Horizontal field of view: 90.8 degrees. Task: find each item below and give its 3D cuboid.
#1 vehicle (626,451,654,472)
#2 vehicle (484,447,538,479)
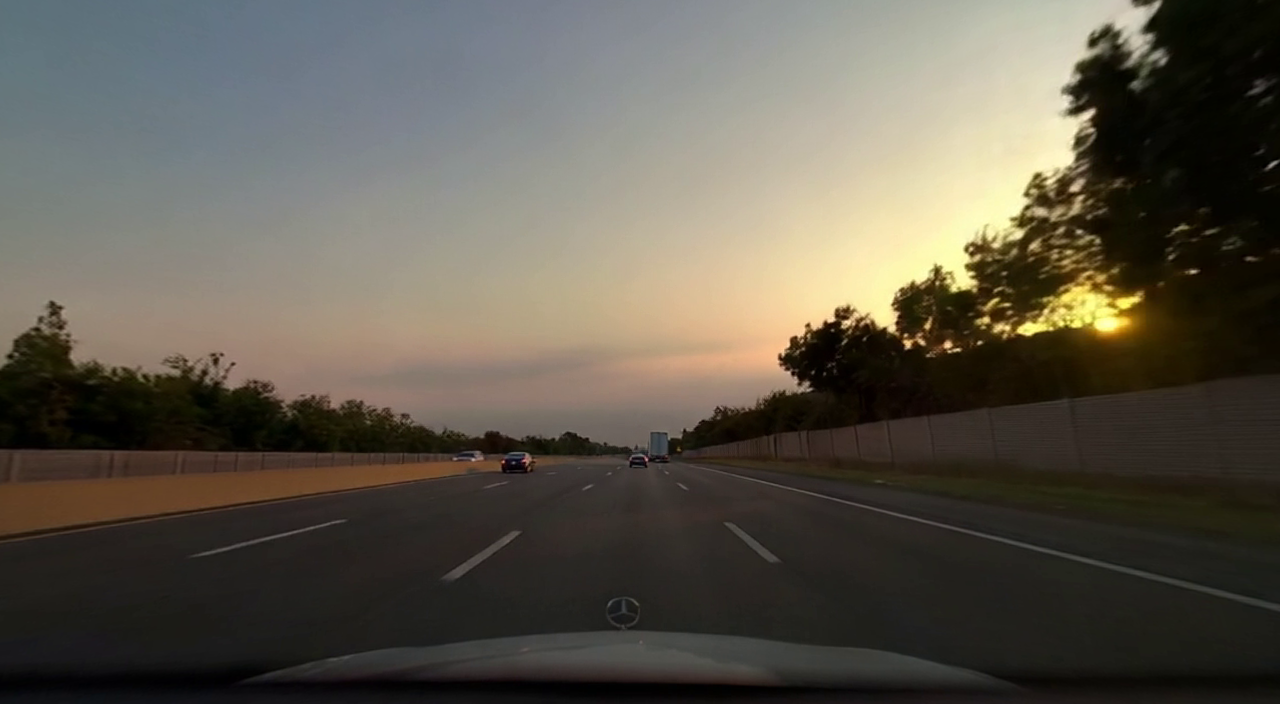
[{"bbox_3d":[-0.011,8.511,49.219,2.033,1.465,3.775,0,-9,-1],"label":"vehicle"},{"bbox_3d":[-7.362,6.363,36.419,2.123,1.671,4.579,-1,-9,1],"label":"vehicle"}]
